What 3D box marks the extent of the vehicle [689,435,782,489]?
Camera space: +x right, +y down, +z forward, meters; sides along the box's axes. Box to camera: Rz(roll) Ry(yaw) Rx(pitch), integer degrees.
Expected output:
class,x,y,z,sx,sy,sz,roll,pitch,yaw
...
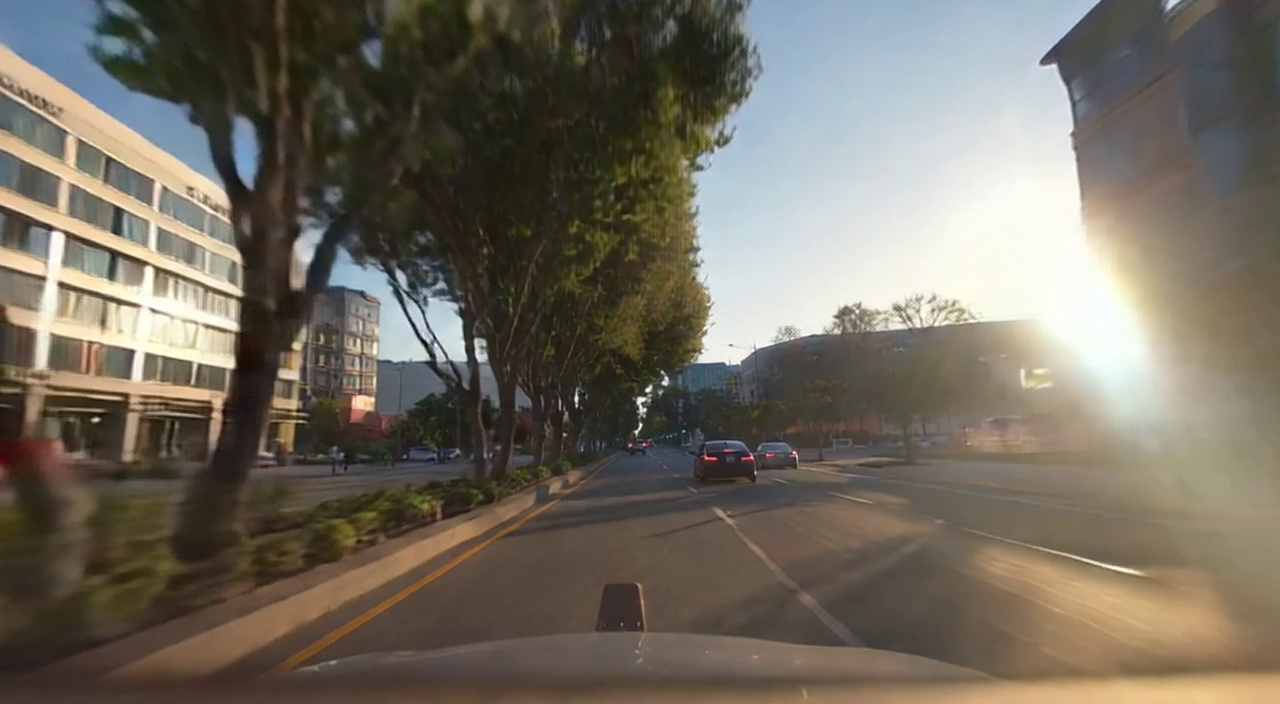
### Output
class,x,y,z,sx,sy,sz,roll,pitch,yaw
vehicle,2.821,3.370,19.760,2.131,1.491,4.496,0,-8,-1
